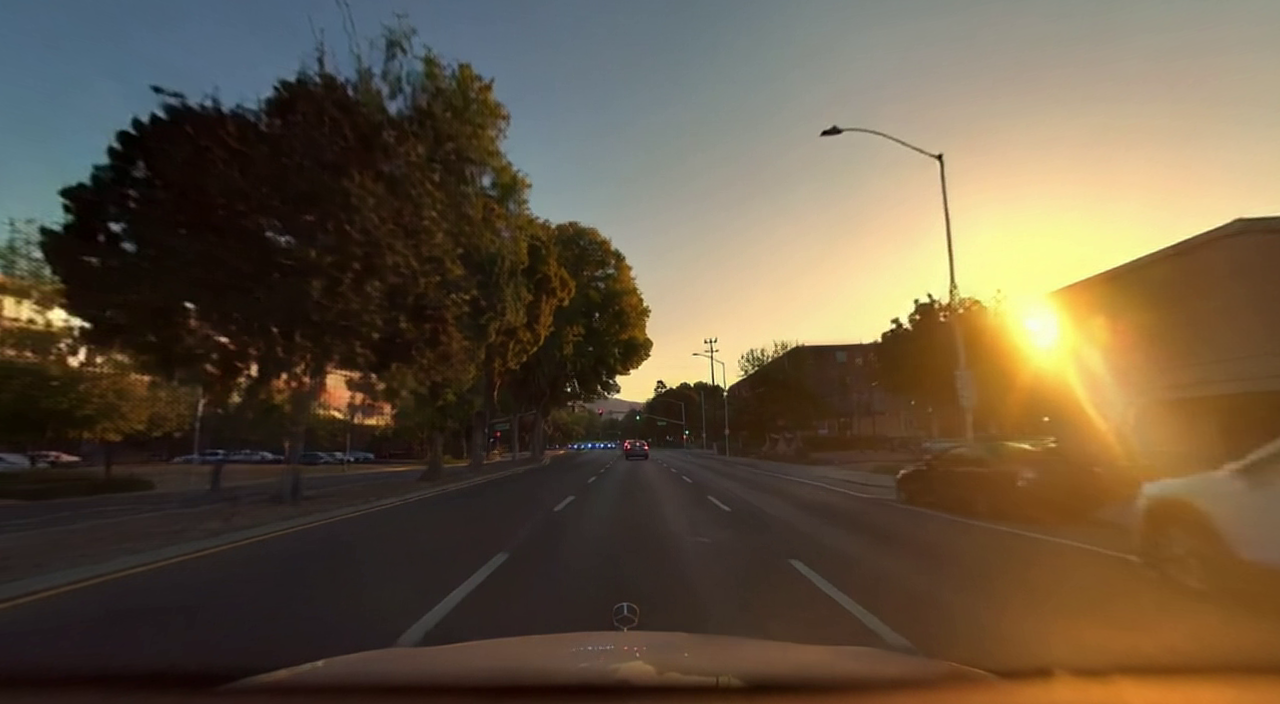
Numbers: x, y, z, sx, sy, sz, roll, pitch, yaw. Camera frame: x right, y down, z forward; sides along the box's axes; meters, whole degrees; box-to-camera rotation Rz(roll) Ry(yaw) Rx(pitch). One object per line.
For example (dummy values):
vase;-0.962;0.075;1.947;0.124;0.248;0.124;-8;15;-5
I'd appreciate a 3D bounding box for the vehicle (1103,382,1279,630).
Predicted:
vehicle;5.883;1.003;3.792;2.295;1.804;4.971;0;-8;-2

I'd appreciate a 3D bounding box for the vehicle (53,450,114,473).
vehicle;-39.092;7.678;44.487;1.920;1.534;4.933;4;-10;-26

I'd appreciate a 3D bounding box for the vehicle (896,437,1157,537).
vehicle;6.720;2.355;11.762;1.959;1.466;4.528;0;-8;0

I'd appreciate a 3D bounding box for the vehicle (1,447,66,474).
vehicle;-44.371;7.912;46.358;2.122;1.792;4.859;4;-10;-28
